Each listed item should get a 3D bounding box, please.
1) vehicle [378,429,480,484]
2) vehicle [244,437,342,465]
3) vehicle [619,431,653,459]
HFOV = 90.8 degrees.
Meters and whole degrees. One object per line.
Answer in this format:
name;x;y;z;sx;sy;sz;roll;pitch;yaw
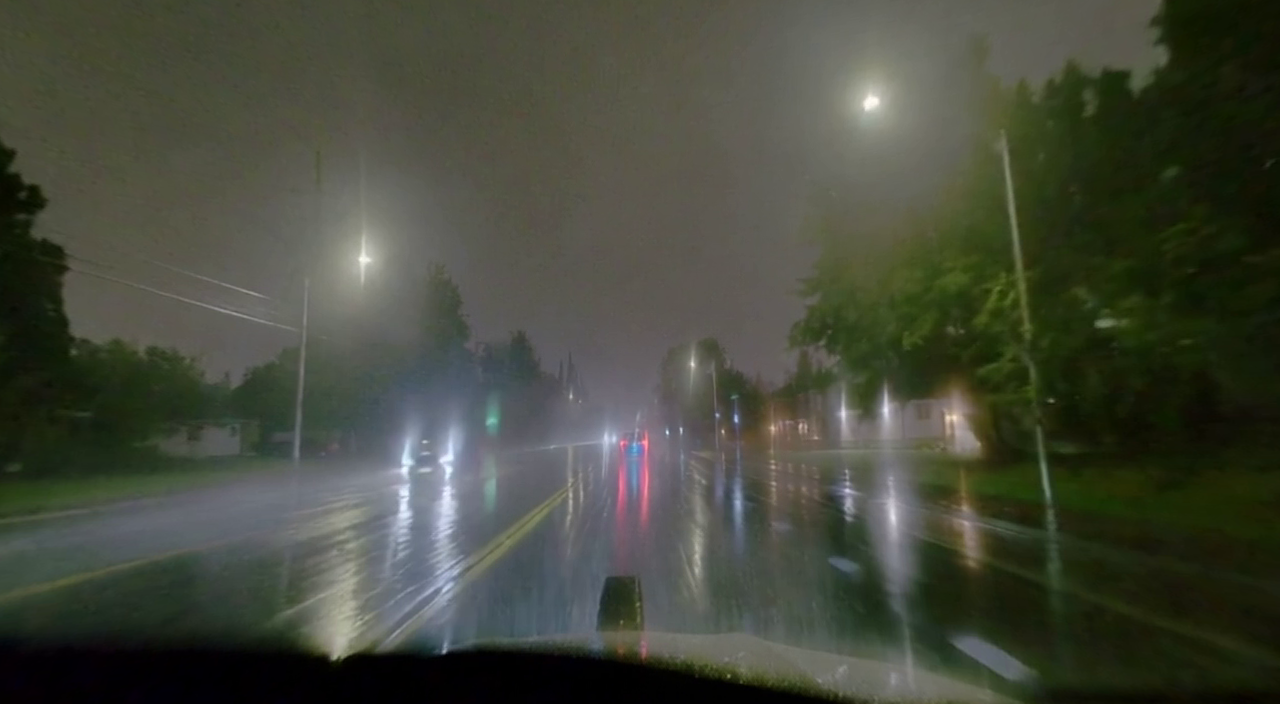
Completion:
vehicle;-7.161;3.575;21.971;2.065;1.719;4.265;0;-8;0
vehicle;-21.146;6.017;38.626;4.773;1.625;1.933;0;-8;-2
vehicle;-0.294;6.405;43.741;2.230;1.827;4.298;0;-8;0
